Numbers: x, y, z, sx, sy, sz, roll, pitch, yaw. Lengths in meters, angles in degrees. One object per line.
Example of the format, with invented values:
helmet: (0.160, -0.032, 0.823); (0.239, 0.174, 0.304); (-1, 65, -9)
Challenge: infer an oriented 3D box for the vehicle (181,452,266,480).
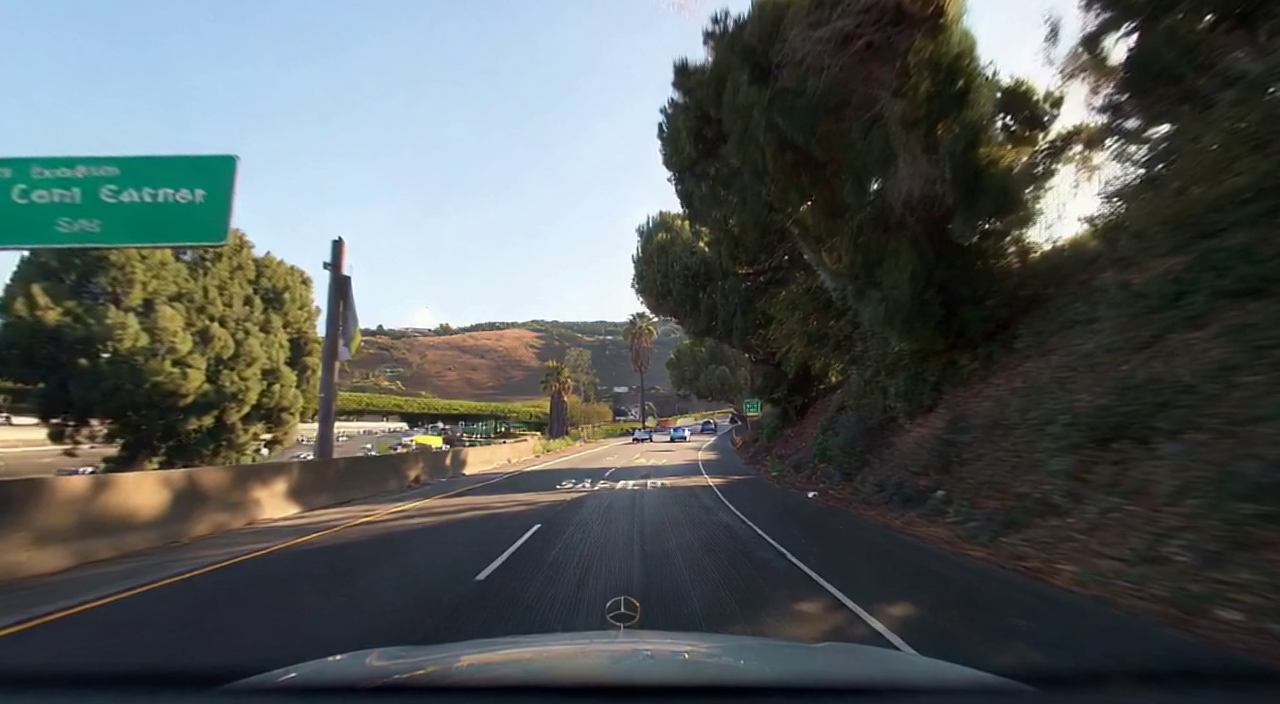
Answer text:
vehicle: (-23.686, 6.486, 36.134); (1.862, 1.465, 4.157); (-1, -9, 3)

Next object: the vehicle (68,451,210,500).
vehicle: (-19.577, 4.801, 24.993); (1.956, 1.716, 4.330); (0, -9, 2)

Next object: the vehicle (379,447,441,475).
vehicle: (-15.043, 7.142, 41.654); (2.227, 1.760, 4.507); (-1, -9, 2)

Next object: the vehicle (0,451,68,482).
vehicle: (-31.713, 5.702, 31.654); (1.783, 1.482, 4.460); (0, -9, 1)
